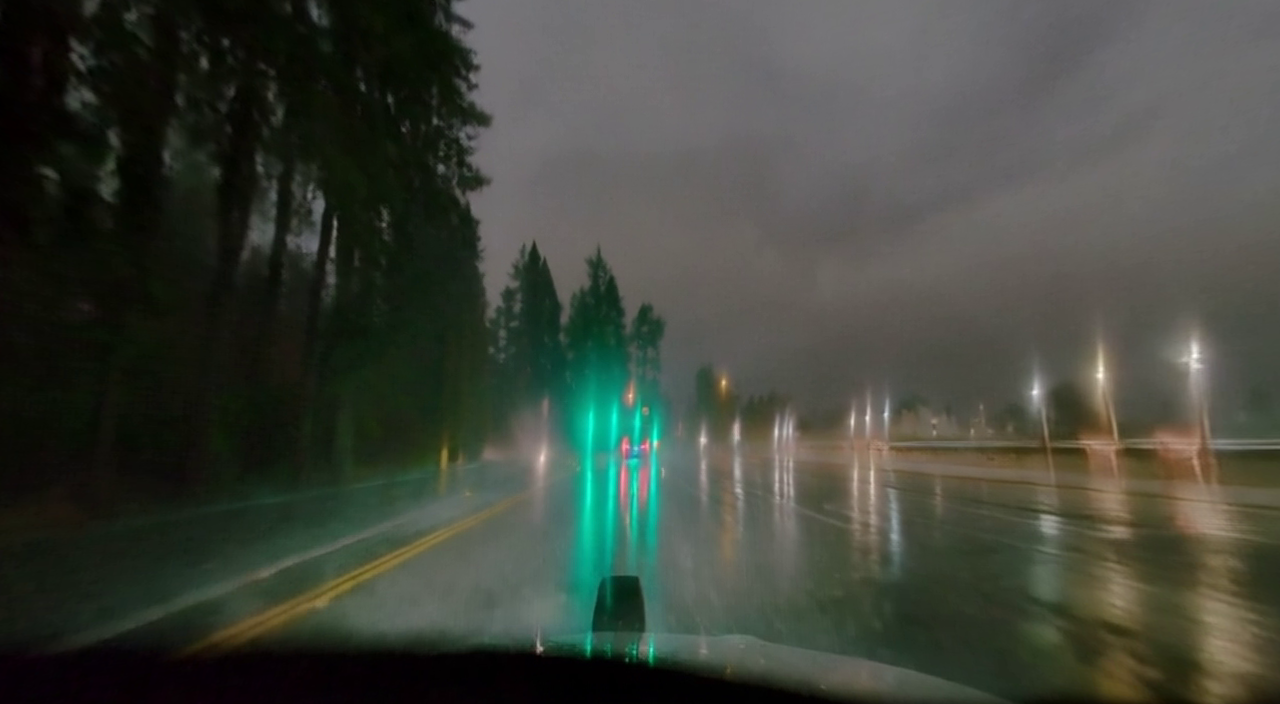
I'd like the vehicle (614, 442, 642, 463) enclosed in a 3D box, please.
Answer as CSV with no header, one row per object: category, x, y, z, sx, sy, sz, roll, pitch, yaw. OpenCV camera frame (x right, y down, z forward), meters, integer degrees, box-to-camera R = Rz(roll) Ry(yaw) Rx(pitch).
vehicle,-0.949,7.529,47.420,2.042,1.489,3.963,0,-8,-2
